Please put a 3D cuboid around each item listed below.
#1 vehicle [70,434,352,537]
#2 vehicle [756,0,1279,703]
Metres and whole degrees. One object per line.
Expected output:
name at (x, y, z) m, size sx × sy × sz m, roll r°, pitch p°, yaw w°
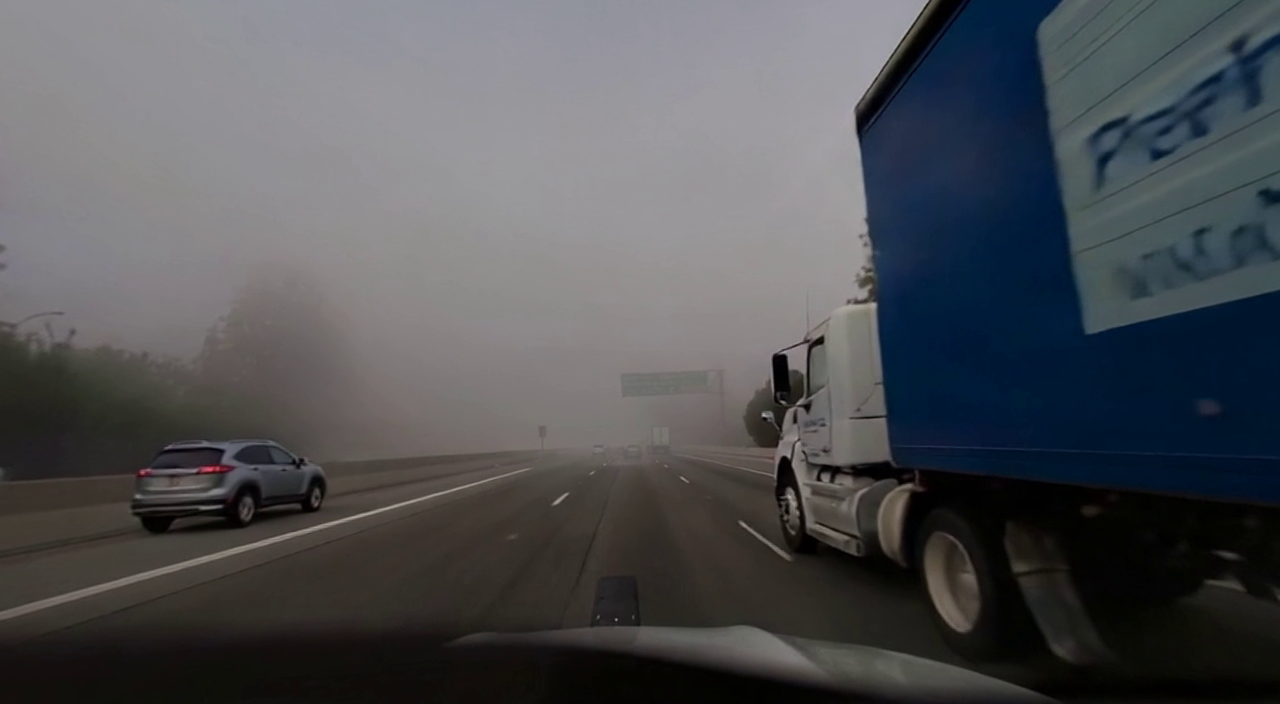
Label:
vehicle at (-7.370, 2.315, 11.622) m, size 2.033 × 1.494 × 4.508 m, roll 0°, pitch -9°, yaw -1°
vehicle at (3.123, -0.160, 2.781) m, size 2.985 × 3.985 × 10.516 m, roll 0°, pitch -9°, yaw -1°
